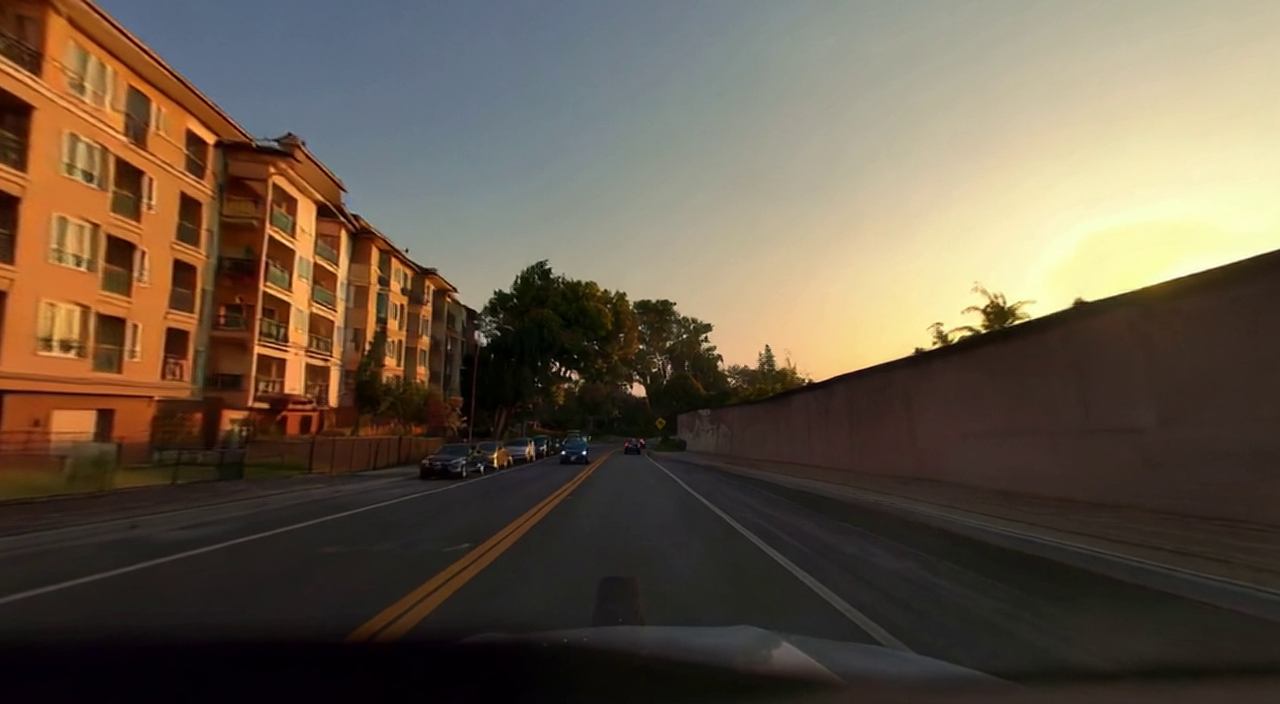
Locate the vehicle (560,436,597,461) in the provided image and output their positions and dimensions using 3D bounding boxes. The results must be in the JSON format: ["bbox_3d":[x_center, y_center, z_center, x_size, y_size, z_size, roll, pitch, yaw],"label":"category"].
[{"bbox_3d":[-4.258,6.784,44.336,2.170,1.631,4.299,0,-9,0],"label":"vehicle"}]

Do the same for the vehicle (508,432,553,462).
[{"bbox_3d":[-7.445,6.496,43.368,2.098,1.851,4.817,2,-7,1],"label":"vehicle"}]

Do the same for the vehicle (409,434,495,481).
[{"bbox_3d":[-7.164,4.075,24.633,1.913,1.560,4.513,3,-8,0],"label":"vehicle"}]
